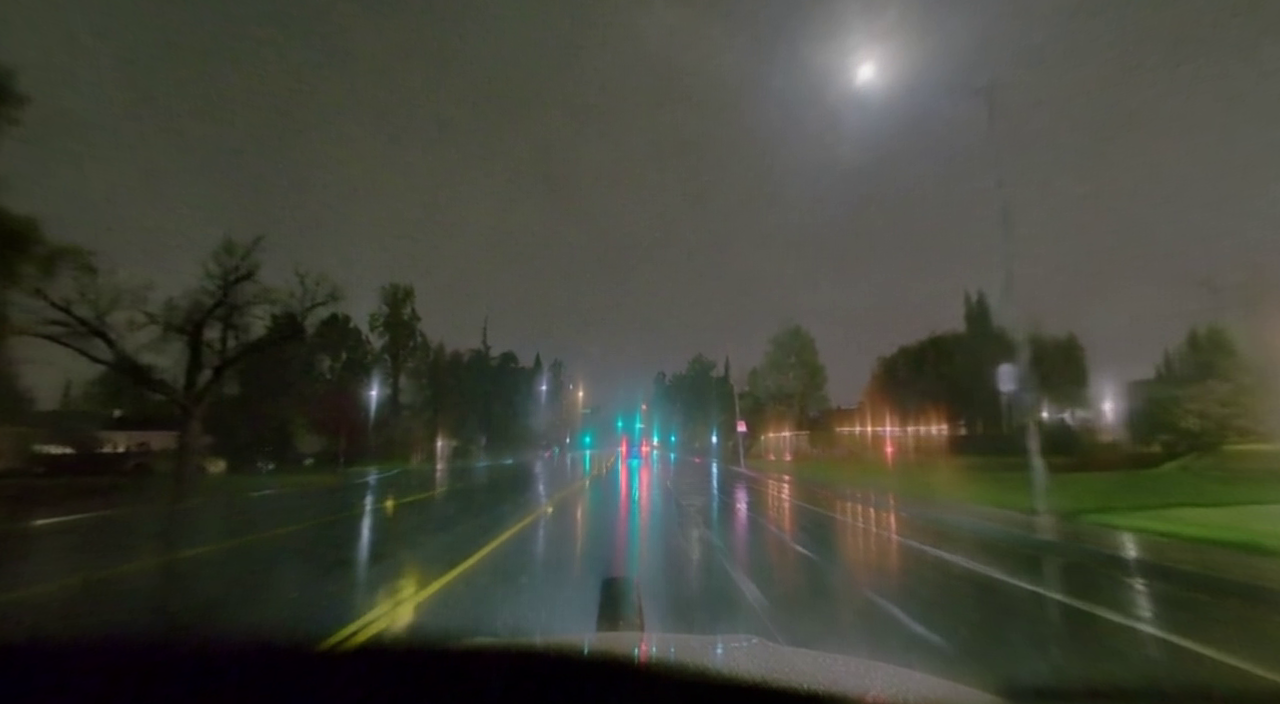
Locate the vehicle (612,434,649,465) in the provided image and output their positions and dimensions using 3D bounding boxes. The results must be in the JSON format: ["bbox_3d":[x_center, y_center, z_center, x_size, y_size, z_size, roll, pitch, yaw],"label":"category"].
[{"bbox_3d":[-0.583,6.183,40.152,2.230,1.827,4.298,0,-8,-1],"label":"vehicle"}]

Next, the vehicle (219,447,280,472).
[{"bbox_3d":[-24.735,6.815,40.137,1.830,1.467,4.270,2,-9,-11],"label":"vehicle"}]

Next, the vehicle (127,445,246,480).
[{"bbox_3d":[-22.072,5.370,30.883,4.241,1.601,1.970,0,-8,1],"label":"vehicle"}]
